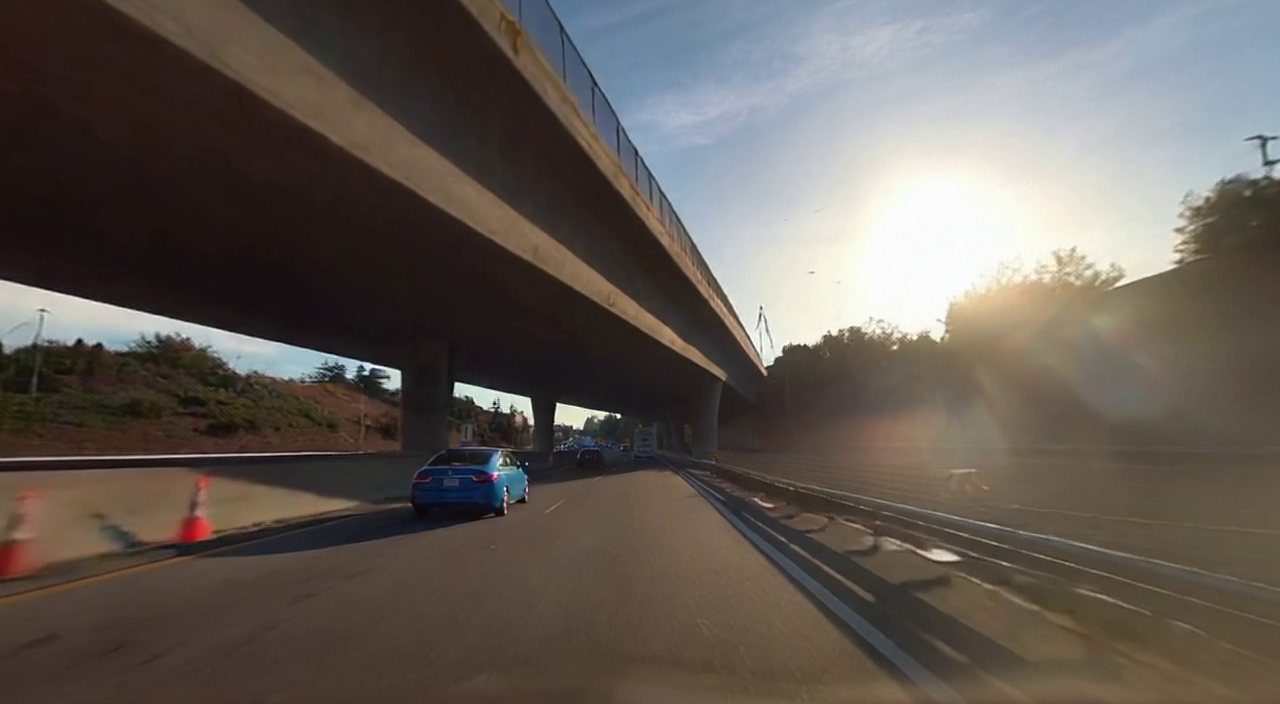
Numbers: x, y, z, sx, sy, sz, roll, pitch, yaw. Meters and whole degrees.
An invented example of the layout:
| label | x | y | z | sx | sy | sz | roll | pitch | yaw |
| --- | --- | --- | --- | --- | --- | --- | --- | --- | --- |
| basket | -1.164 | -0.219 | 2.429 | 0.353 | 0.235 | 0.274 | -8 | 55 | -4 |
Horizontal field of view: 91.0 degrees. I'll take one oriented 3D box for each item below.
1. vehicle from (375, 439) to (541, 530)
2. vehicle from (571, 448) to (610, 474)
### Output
| label | x | y | z | sx | sy | sz | roll | pitch | yaw |
| --- | --- | --- | --- | --- | --- | --- | --- | --- | --- |
| vehicle | -3.436 | 2.593 | 12.990 | 2.012 | 1.510 | 4.672 | 0 | -9 | 0 |
| vehicle | -2.910 | 6.481 | 37.741 | 1.965 | 1.459 | 4.145 | 0 | -9 | 0 |
